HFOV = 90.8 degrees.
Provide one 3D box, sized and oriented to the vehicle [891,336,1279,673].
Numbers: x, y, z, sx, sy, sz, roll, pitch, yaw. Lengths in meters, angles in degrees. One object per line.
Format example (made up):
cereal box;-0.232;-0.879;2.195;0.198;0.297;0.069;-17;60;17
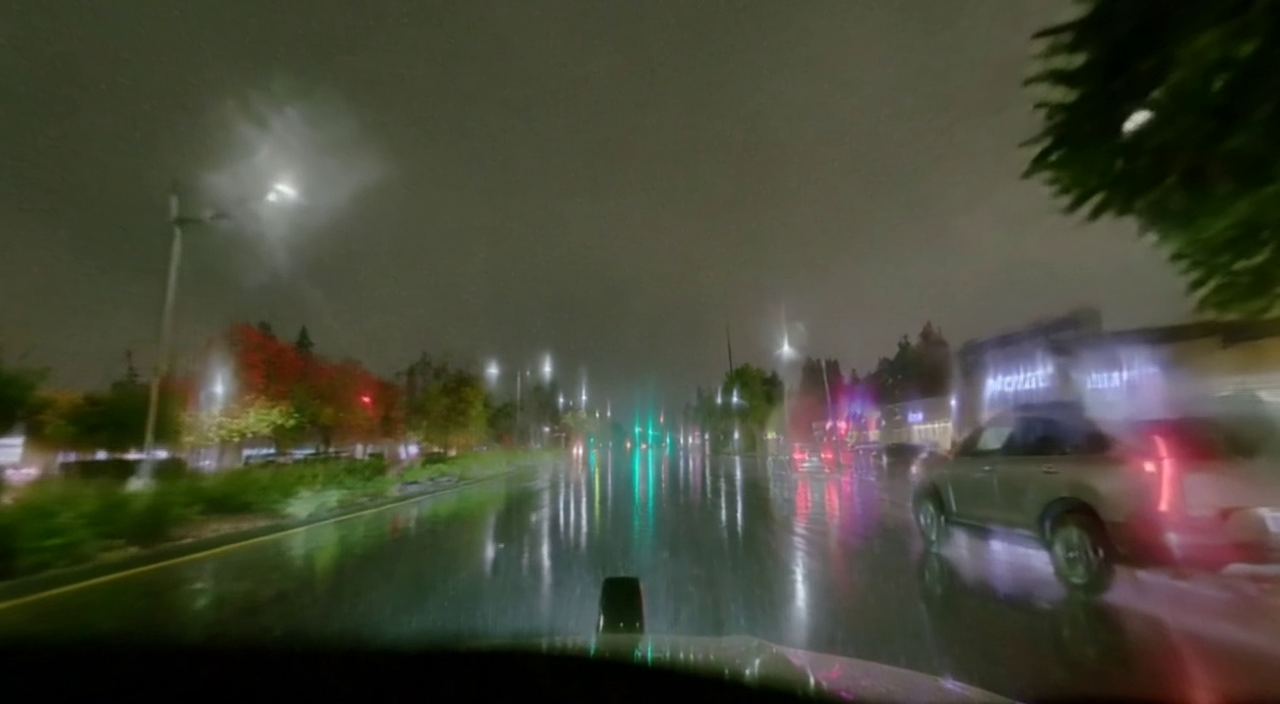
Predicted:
vehicle;4.711;1.244;6.277;2.185;1.956;5.128;0;-8;-1
